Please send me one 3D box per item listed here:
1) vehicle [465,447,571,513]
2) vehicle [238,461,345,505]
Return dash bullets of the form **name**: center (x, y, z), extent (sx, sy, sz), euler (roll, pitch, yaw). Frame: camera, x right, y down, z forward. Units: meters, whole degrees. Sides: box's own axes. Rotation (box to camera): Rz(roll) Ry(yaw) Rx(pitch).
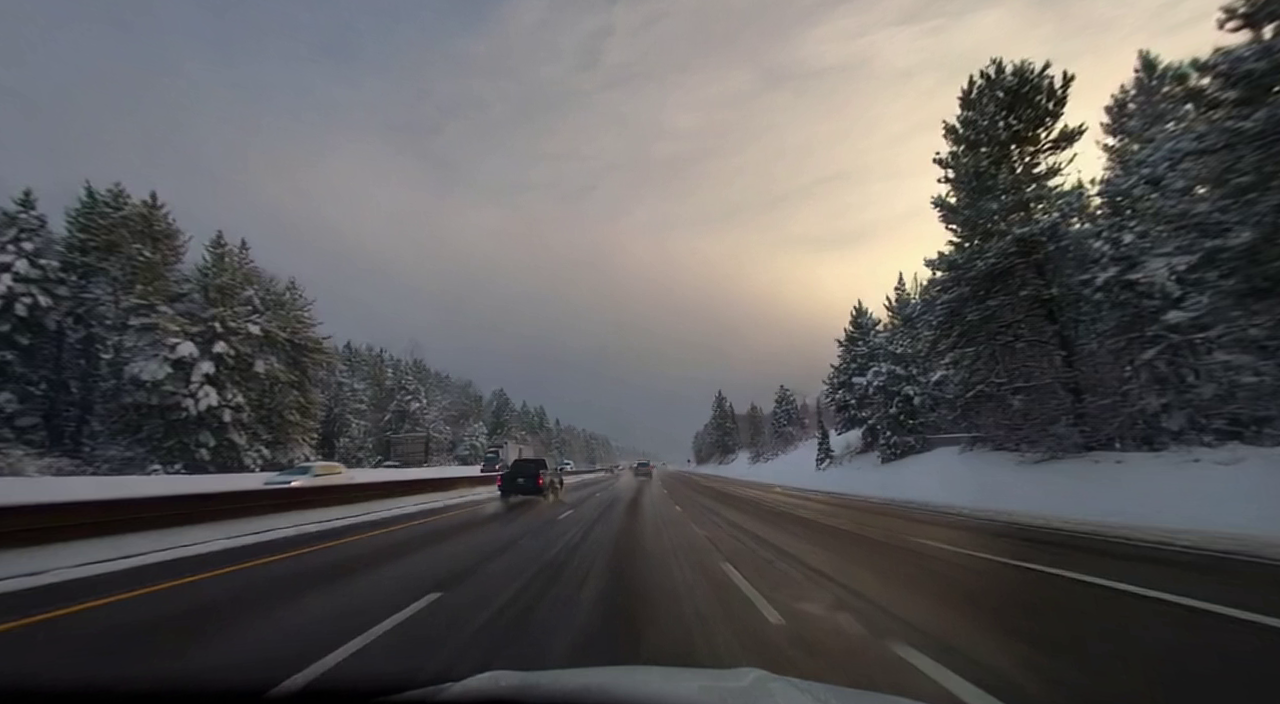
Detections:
- **vehicle**: center (-3.687, 4.038, 20.114), extent (2.233, 1.791, 4.981), euler (1, -10, 1)
- **vehicle**: center (-13.105, 4.942, 23.983), extent (1.835, 1.464, 3.801), euler (1, -11, 1)
